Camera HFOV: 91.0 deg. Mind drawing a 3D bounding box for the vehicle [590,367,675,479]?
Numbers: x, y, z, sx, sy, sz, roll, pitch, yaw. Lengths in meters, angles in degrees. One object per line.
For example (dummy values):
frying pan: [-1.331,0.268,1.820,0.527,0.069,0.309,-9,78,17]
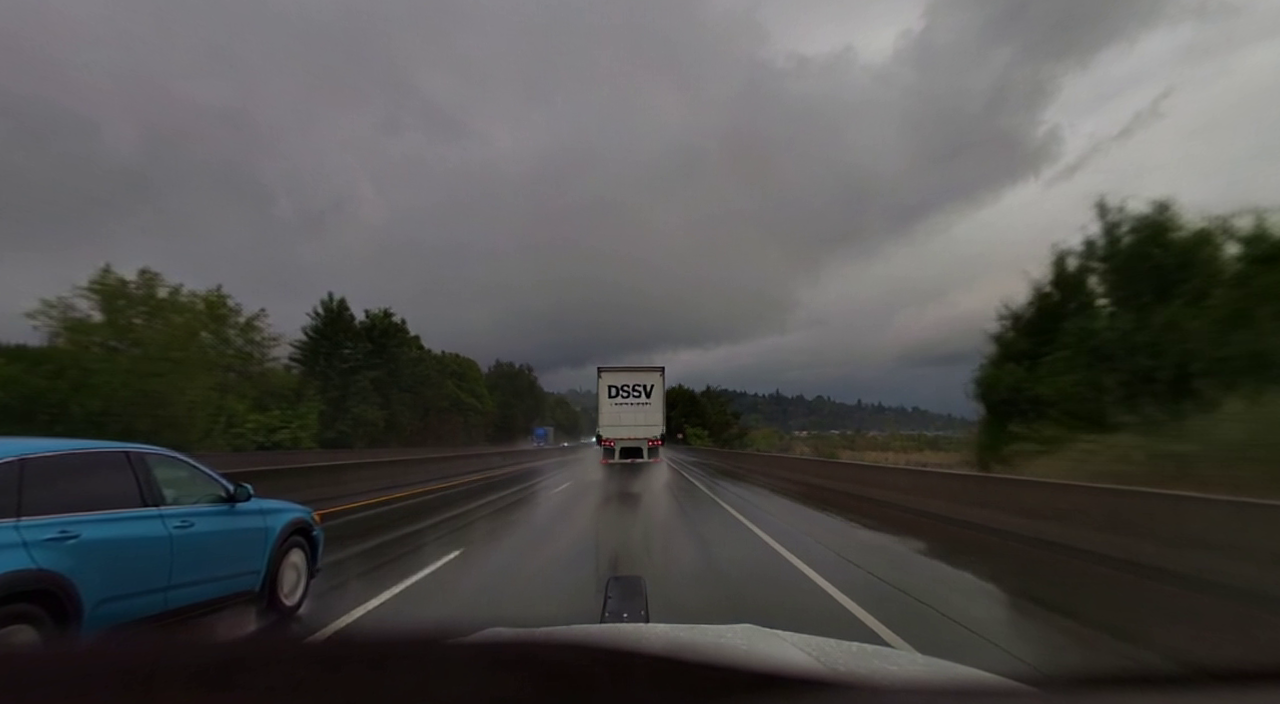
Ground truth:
vehicle: [-0.410,3.217,27.438,2.969,3.957,10.270,0,-8,-2]
